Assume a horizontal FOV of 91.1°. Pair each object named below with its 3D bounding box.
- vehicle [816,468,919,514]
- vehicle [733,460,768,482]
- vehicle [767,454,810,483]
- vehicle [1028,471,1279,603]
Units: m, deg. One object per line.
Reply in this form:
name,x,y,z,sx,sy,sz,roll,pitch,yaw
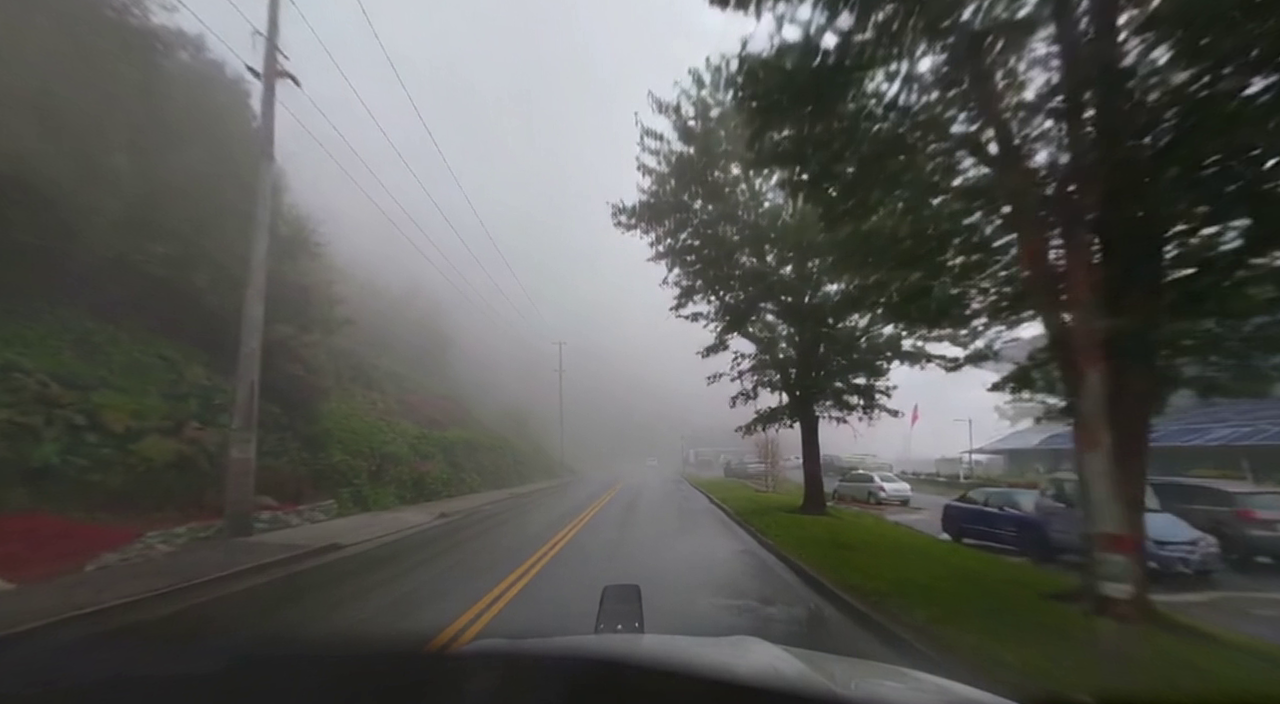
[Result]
vehicle,8.270,5.072,23.241,1.981,1.471,3.636,3,-10,-9
vehicle,8.152,8.797,46.592,1.909,1.496,4.079,0,-9,1
vehicle,10.729,8.414,45.749,2.113,1.945,4.546,0,-9,2
vehicle,8.616,2.660,9.361,4.320,1.636,1.887,0,-9,5
